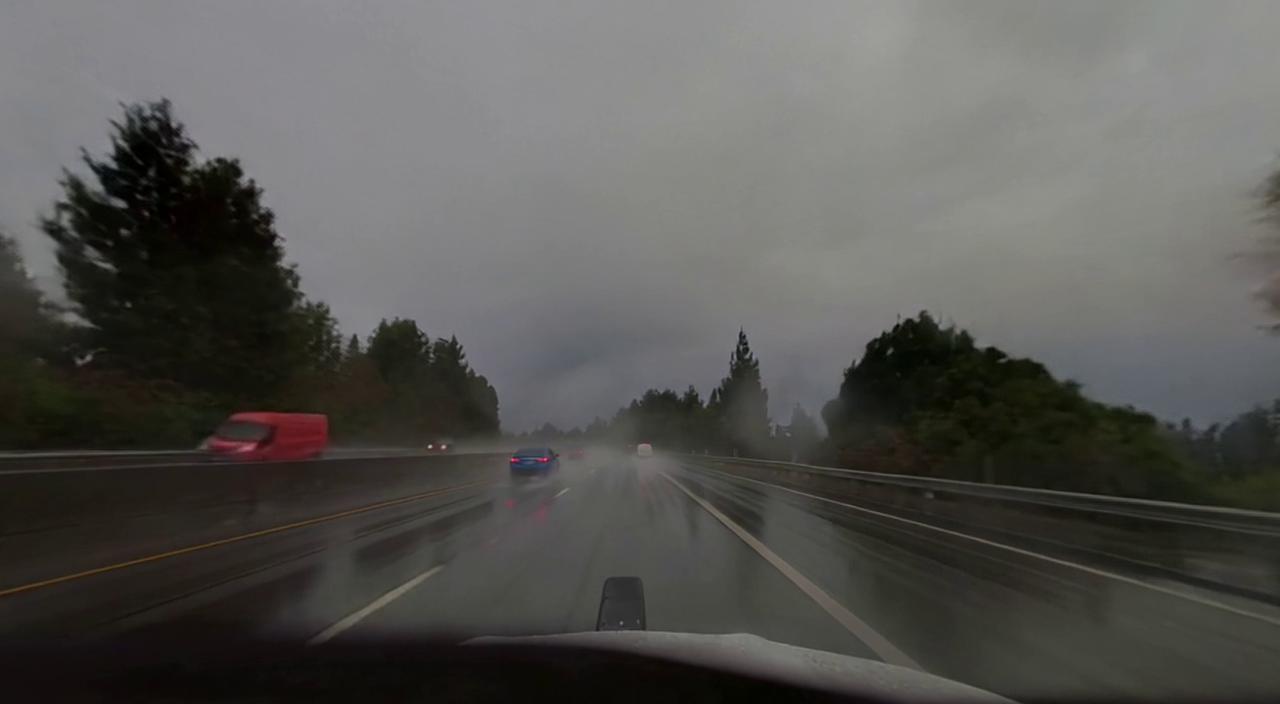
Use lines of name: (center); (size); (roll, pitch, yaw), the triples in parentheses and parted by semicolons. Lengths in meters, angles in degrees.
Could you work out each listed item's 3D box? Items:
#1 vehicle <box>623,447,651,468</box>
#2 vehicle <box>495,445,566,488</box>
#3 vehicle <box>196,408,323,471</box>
vehicle: (-0.251, 8.069, 48.391); (2.031, 1.483, 3.417); (0, -9, -2)
vehicle: (-4.156, 4.418, 24.730); (1.957, 1.499, 4.965); (0, -9, -1)
vehicle: (-17.172, 4.056, 28.939); (2.188, 2.566, 5.810); (0, -9, -1)
